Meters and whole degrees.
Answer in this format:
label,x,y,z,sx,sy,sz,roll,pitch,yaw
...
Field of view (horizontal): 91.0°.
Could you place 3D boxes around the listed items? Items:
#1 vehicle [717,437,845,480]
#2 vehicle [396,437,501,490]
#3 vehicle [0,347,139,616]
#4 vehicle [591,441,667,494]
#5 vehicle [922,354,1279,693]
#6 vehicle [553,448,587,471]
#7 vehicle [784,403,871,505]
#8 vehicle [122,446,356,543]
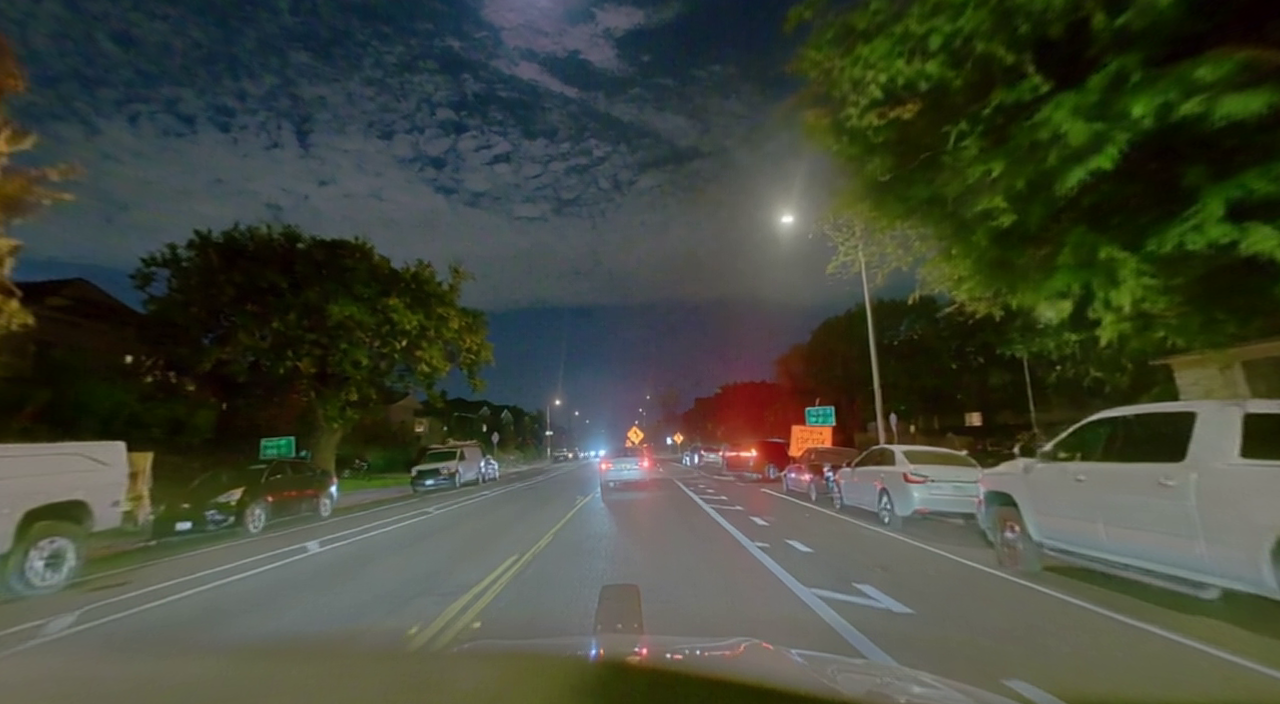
label,x,y,z,sx,sy,sz,roll,pitch,yaw
vehicle,6.497,4.860,28.989,5.503,1.853,2.218,-3,-9,17
vehicle,-8.174,4.829,27.694,2.659,2.047,6.014,0,-9,1
vehicle,-7.620,1.194,5.636,2.526,2.631,4.228,0,-9,3
vehicle,-0.281,3.606,20.025,2.151,1.481,4.084,0,-9,1
vehicle,4.837,1.220,5.135,2.279,1.946,5.925,0,-9,0
vehicle,-5.106,7.697,45.311,1.997,1.464,4.925,2,-9,-11
vehicle,5.235,2.868,17.895,1.409,2.648,2.645,0,-8,-4
vehicle,-8.056,2.844,13.313,2.036,1.676,4.440,0,-9,-1
